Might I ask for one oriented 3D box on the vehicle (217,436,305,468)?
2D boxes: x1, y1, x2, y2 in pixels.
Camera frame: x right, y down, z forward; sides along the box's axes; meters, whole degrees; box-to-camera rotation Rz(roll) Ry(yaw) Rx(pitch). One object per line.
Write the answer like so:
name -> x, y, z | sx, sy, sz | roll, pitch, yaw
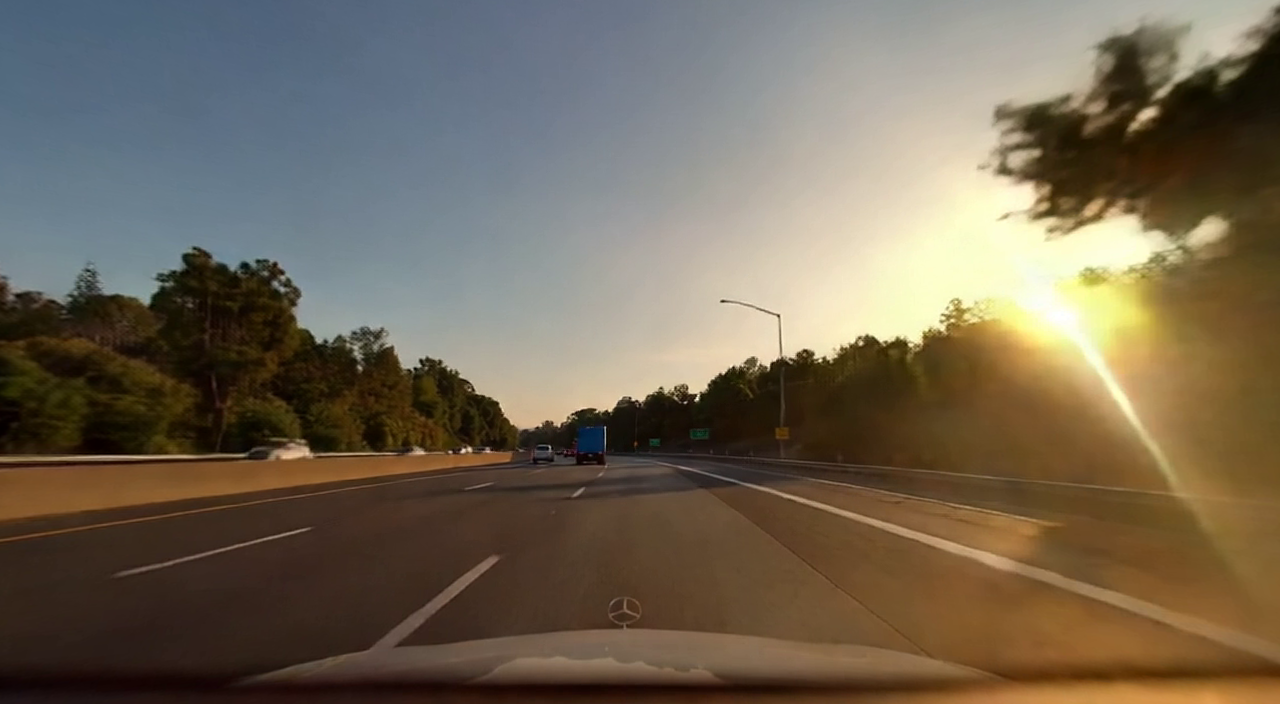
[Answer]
vehicle -> -21.387, 5.663, 35.860 | 2.018, 1.689, 4.895 | 0, -8, -2
